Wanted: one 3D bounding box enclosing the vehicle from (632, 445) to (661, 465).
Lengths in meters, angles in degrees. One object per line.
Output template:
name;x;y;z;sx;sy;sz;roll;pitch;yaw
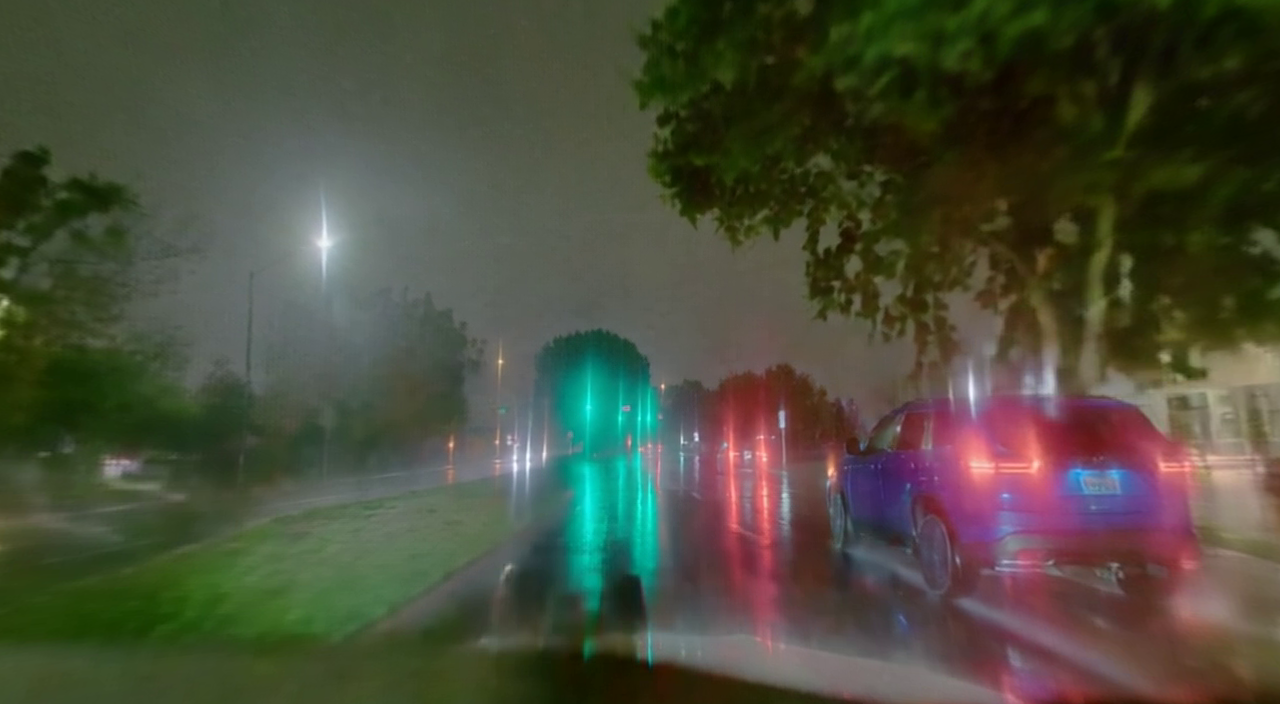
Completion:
vehicle;0.527;7.882;48.286;2.131;1.474;4.146;0;-8;1

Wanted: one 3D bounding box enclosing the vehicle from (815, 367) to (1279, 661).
vehicle;3.393;1.344;6.255;2.033;1.865;4.360;0;-8;0

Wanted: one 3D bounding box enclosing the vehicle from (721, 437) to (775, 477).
vehicle;5.338;5.259;31.840;2.085;1.828;5.383;0;-8;3
